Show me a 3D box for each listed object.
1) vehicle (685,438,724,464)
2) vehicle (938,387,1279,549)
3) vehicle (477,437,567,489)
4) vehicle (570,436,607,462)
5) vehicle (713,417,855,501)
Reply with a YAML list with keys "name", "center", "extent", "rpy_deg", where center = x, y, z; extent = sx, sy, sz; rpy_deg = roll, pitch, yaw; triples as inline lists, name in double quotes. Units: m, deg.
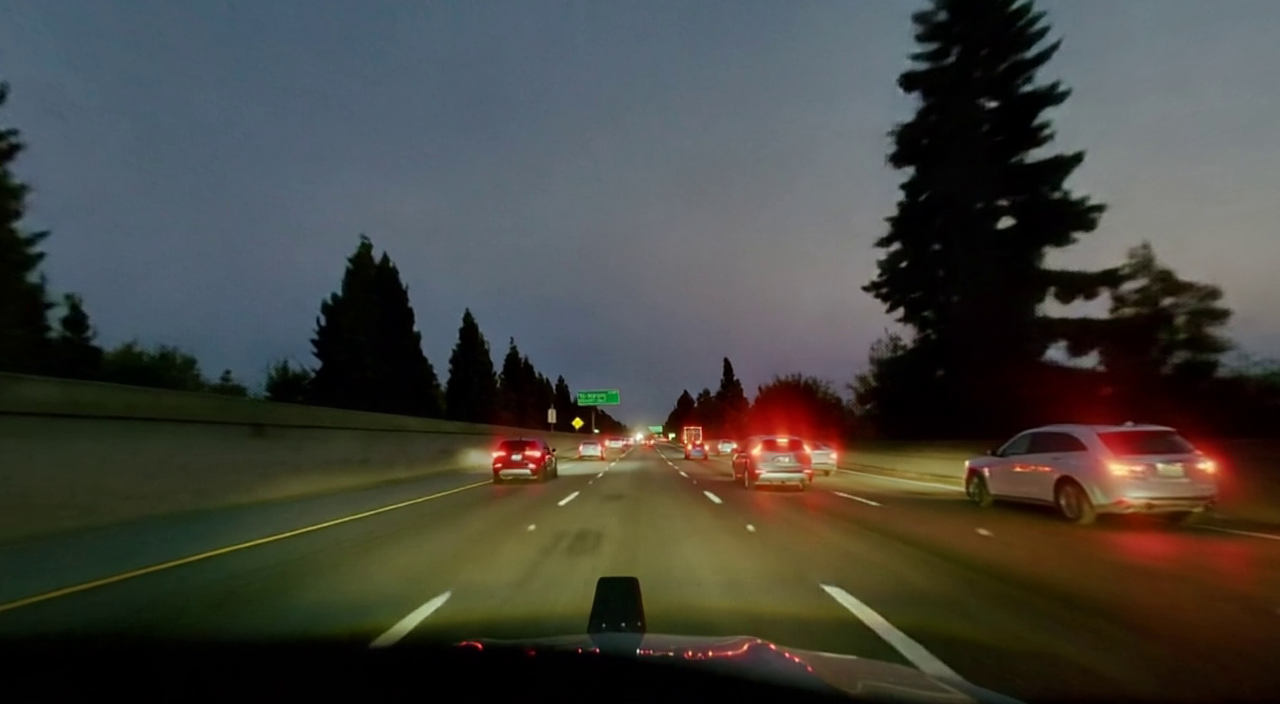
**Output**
- name: "vehicle"
  center: [3.895, 6.047, 38.671]
  extent: [1.953, 1.480, 4.053]
  rpy_deg: [0, -9, -1]
- name: "vehicle"
  center: [7.570, 1.835, 10.601]
  extent: [2.291, 1.968, 5.662]
  rpy_deg: [0, -9, 0]
- name: "vehicle"
  center: [-3.614, 3.478, 20.132]
  extent: [1.978, 1.473, 4.073]
  rpy_deg: [0, -9, 1]
- name: "vehicle"
  center: [-3.381, 6.460, 42.145]
  extent: [2.020, 1.628, 4.248]
  rpy_deg: [0, -9, 1]
- name: "vehicle"
  center: [3.674, 2.914, 17.493]
  extent: [2.517, 1.935, 5.552]
  rpy_deg: [0, -9, -1]
